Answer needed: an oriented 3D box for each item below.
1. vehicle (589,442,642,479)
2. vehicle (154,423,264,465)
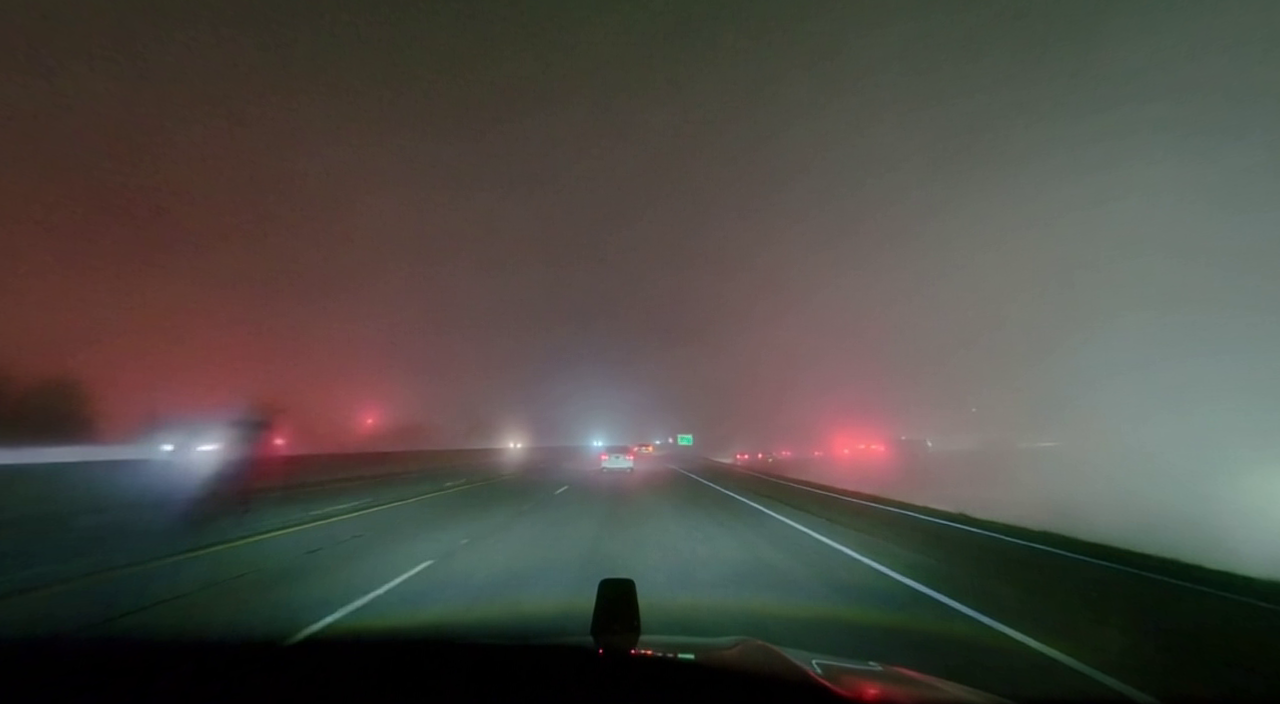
[{"bbox_3d":[-1.016,4.840,28.207,2.055,1.509,4.255,-1,-9,2],"label":"vehicle"},{"bbox_3d":[-21.773,4.700,31.969,2.154,1.972,5.009,0,-9,-2],"label":"vehicle"}]
